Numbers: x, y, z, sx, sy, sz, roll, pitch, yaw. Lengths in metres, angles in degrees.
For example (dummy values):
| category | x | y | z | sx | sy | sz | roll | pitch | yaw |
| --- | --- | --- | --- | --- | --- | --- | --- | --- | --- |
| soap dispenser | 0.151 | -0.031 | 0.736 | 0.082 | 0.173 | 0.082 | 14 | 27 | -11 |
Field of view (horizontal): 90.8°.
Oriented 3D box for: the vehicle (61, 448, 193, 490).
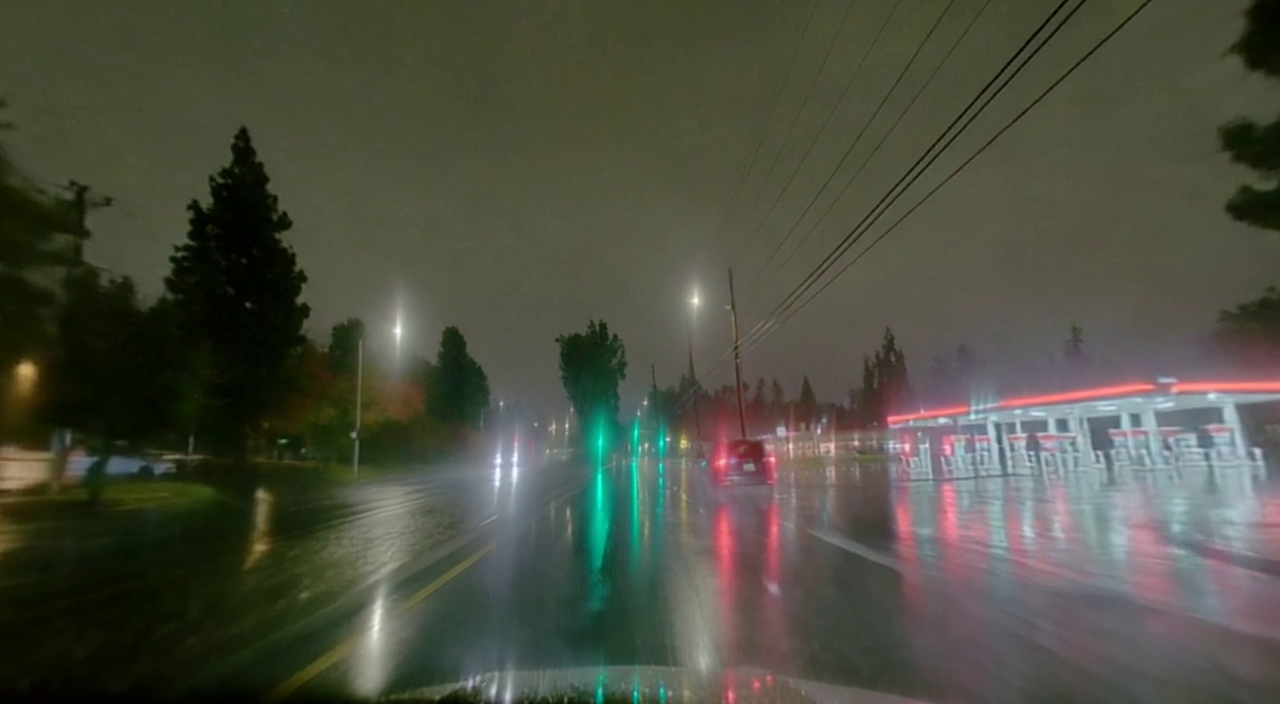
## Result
| category | x | y | z | sx | sy | sz | roll | pitch | yaw |
| --- | --- | --- | --- | --- | --- | --- | --- | --- | --- |
| vehicle | -24.544 | 5.569 | 30.548 | 2.082 | 1.829 | 5.094 | 0 | -9 | -1 |

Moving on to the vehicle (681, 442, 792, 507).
| category | x | y | z | sx | sy | sz | roll | pitch | yaw |
| --- | --- | --- | --- | --- | --- | --- | --- | --- | --- |
| vehicle | 2.377 | 3.155 | 16.810 | 2.061 | 1.475 | 4.296 | 0 | -9 | -3 |

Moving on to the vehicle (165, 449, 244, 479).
| category | x | y | z | sx | sy | sz | roll | pitch | yaw |
| --- | --- | --- | --- | --- | --- | --- | --- | --- | --- |
| vehicle | -29.902 | 7.684 | 43.609 | 2.116 | 1.874 | 4.709 | 0 | -9 | -1 |

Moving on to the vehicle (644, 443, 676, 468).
| category | x | y | z | sx | sy | sz | roll | pitch | yaw |
| --- | --- | --- | --- | --- | --- | --- | --- | --- | --- |
| vehicle | 1.537 | 8.099 | 49.822 | 2.115 | 1.840 | 4.777 | 0 | -9 | -3 |
